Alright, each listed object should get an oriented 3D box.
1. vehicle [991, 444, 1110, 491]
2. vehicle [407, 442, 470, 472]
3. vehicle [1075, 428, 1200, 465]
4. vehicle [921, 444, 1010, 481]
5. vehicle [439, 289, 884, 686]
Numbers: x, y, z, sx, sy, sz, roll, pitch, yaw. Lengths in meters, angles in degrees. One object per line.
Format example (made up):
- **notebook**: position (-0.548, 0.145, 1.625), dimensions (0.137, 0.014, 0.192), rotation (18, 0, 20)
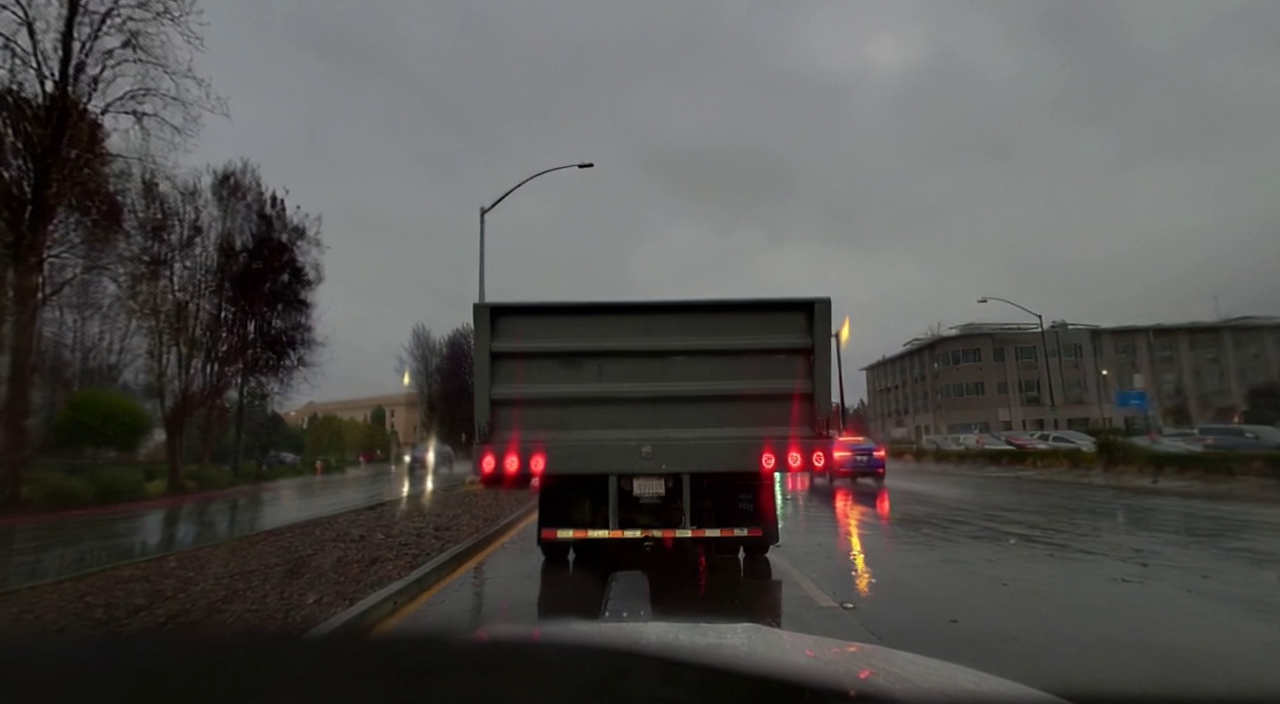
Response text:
- **vehicle**: position (14.312, 4.015, 22.254), dimensions (1.702, 1.475, 3.670), rotation (-1, -8, 1)
- **vehicle**: position (-13.738, 7.206, 43.529), dimensions (2.218, 1.926, 5.753), rotation (-1, -8, 3)
- **vehicle**: position (23.116, 4.389, 29.433), dimensions (4.171, 1.614, 1.894), rotation (-1, -8, 1)
- **vehicle**: position (14.171, 4.808, 27.758), dimensions (1.777, 1.488, 4.081), rotation (-1, -8, 1)
- **vehicle**: position (0.268, 1.304, 7.399), dimensions (2.650, 2.391, 7.008), rotation (-1, -8, 3)
